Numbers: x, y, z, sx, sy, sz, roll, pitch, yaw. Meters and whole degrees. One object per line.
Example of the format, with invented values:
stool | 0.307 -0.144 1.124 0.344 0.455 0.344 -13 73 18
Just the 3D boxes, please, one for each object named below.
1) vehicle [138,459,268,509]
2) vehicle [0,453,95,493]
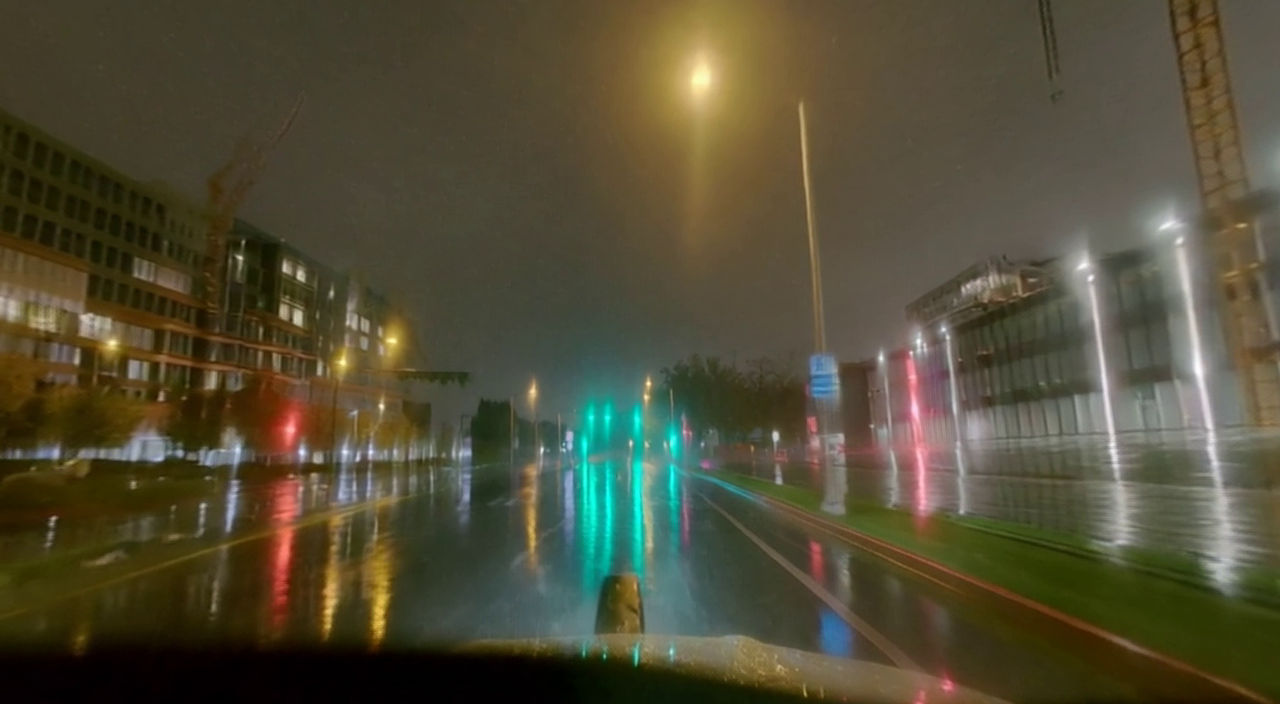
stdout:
vehicle | -17.023 5.123 24.888 1.921 1.541 4.541 -2 -8 0
vehicle | -25.083 4.932 25.695 3.850 1.453 1.895 -1 -8 -1
